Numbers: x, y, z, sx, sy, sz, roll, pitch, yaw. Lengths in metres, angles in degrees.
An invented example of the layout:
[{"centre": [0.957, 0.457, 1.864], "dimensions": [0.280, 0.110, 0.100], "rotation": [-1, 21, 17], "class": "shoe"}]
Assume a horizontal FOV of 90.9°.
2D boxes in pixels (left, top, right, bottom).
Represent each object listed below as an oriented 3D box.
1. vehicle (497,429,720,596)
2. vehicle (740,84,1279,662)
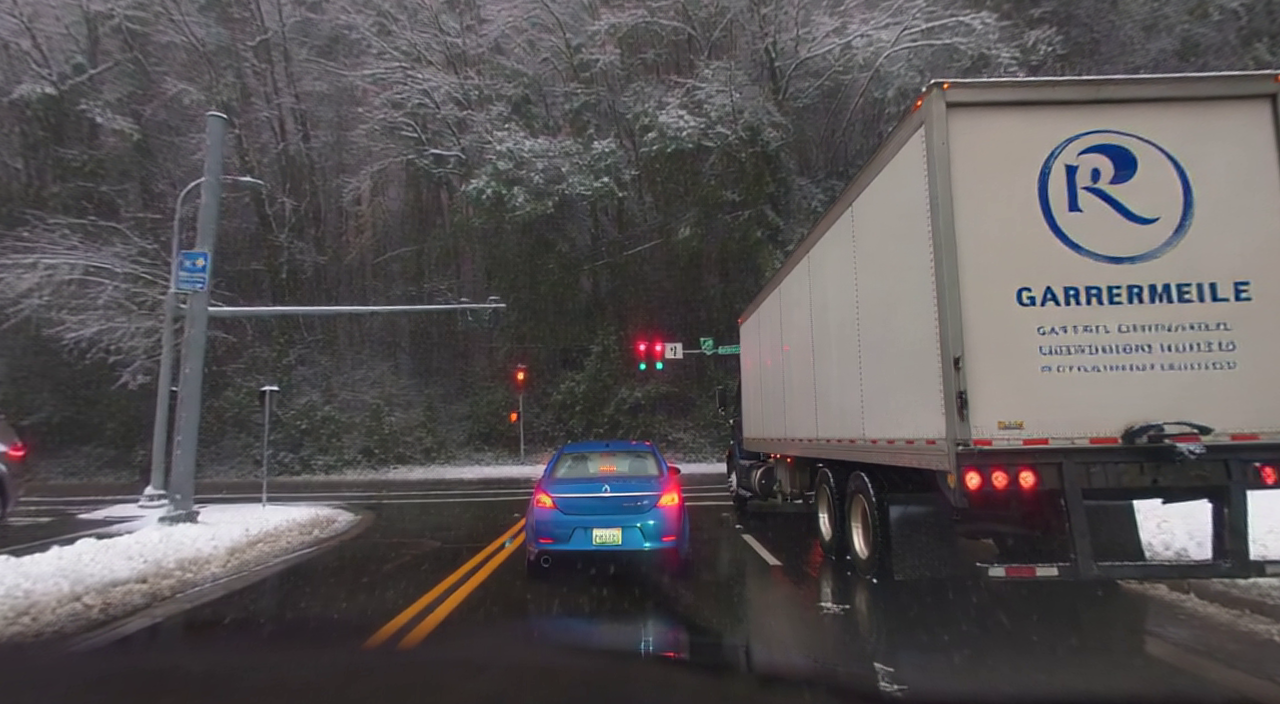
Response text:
[{"centre": [-0.312, 1.703, 7.417], "dimensions": [1.975, 1.457, 3.526], "rotation": [0, -9, -1], "class": "vehicle"}, {"centre": [3.553, 0.758, 8.903], "dimensions": [2.884, 3.753, 9.763], "rotation": [0, -9, 1], "class": "vehicle"}]
